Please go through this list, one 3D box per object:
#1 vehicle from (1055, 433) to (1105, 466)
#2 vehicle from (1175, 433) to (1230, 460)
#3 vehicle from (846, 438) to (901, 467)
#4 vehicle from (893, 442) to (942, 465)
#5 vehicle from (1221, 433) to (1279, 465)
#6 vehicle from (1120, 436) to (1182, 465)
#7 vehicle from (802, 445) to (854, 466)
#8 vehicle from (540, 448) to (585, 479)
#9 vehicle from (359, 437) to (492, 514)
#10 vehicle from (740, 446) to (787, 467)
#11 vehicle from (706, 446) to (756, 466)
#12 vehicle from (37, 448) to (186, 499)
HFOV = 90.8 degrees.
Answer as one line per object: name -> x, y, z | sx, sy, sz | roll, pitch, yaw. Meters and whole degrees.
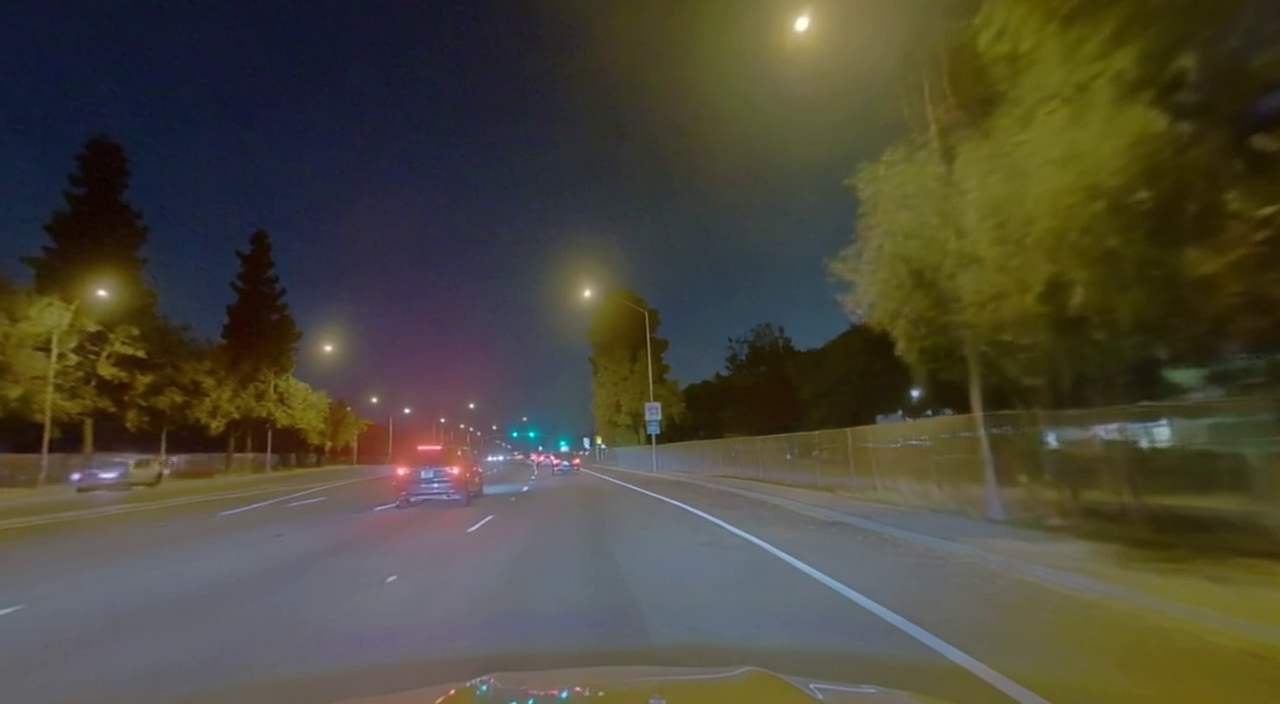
vehicle -> 25.140, 5.574, 36.233 | 1.942, 1.726, 5.194 | -8, -11, 32
vehicle -> 38.534, 6.515, 43.406 | 2.050, 1.746, 4.527 | -5, -11, 33
vehicle -> 16.113, 6.892, 43.448 | 2.062, 1.703, 4.661 | -11, -12, 36
vehicle -> 18.303, 6.680, 41.587 | 1.934, 1.423, 4.008 | -7, -11, 37
vehicle -> 30.756, 4.822, 31.499 | 2.027, 1.455, 3.838 | -6, -10, 34
vehicle -> 27.462, 5.310, 34.083 | 1.863, 1.456, 4.250 | -5, -10, 29
vehicle -> 13.381, 7.295, 44.837 | 2.048, 1.392, 4.562 | -7, -11, 36
vehicle -> -3.980, 5.675, 32.469 | 2.147, 1.474, 4.083 | 1, -9, -7
vehicle -> -5.280, 3.083, 16.309 | 2.105, 1.676, 4.541 | 0, -9, -4
vehicle -> 9.325, 7.836, 47.592 | 2.131, 1.437, 4.325 | -5, -10, 29
vehicle -> 7.234, 8.197, 49.954 | 2.041, 1.459, 4.830 | -6, -10, 33
vehicle -> -21.226, 4.845, 25.723 | 2.214, 1.844, 4.822 | 1, -9, -6
